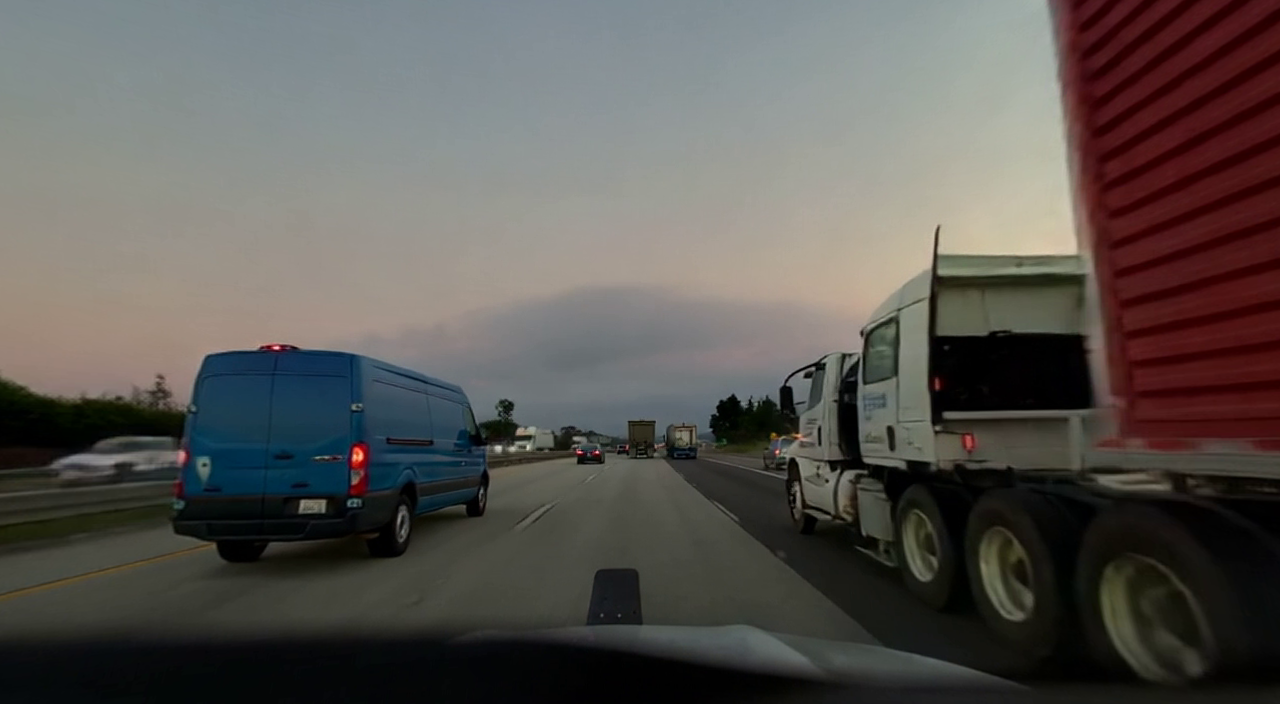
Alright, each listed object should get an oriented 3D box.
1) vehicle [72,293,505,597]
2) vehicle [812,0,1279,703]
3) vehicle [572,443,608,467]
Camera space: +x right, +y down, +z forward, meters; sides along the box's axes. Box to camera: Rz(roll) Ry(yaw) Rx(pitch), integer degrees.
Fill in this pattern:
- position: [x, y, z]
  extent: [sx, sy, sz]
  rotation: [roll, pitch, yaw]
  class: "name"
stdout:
- position: [-3.996, 1.331, 9.358]
  extent: [2.557, 2.855, 6.674]
  rotation: [0, -9, -1]
  class: "vehicle"
- position: [3.966, -0.395, 1.874]
  extent: [2.951, 3.974, 13.340]
  rotation: [0, -9, -1]
  class: "vehicle"
- position: [-3.362, 6.981, 43.052]
  extent: [2.024, 1.472, 4.014]
  rotation: [-1, -9, 1]
  class: "vehicle"
